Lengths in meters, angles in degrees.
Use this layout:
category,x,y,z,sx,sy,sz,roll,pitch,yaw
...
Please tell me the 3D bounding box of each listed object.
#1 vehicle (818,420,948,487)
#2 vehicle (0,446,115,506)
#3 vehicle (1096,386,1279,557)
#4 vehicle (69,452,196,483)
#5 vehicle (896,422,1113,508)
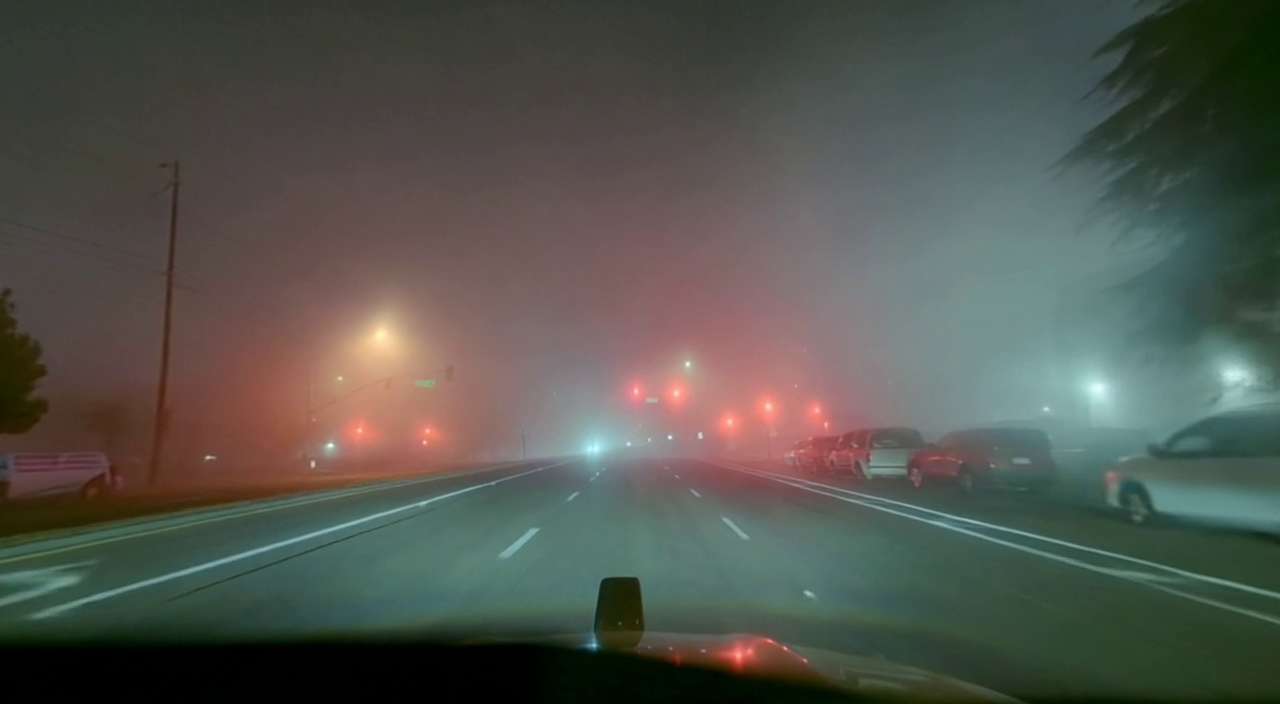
category,x,y,z,sx,sy,sz,roll,pitch,yaw
vehicle,7.679,3.280,20.691,2.130,1.877,5.334,0,-8,0
vehicle,-22.258,4.394,22.312,2.328,1.929,6.055,-4,-8,0
vehicle,8.168,1.417,7.573,1.870,1.912,4.657,0,-8,0
vehicle,-29.002,6.600,36.236,5.352,1.644,2.387,-1,-8,4
vehicle,7.960,2.517,14.503,1.987,1.628,4.712,0,-8,-3
